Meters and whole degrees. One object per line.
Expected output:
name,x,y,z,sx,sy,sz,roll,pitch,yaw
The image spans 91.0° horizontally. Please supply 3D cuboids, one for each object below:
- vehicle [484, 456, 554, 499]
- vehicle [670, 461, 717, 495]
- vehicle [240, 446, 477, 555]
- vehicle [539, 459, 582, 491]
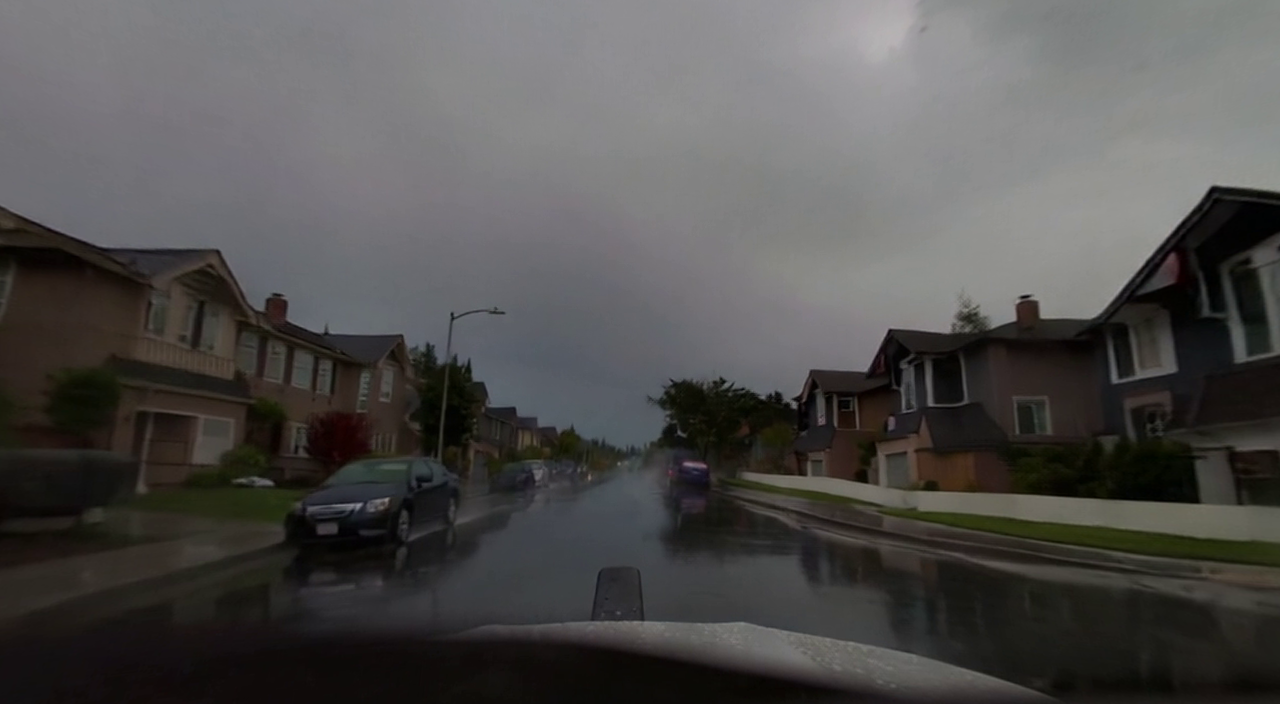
vehicle,-4.810,5.066,25.819,2.020,1.470,5.300,0,-9,-2
vehicle,2.684,6.414,32.345,1.888,1.484,4.476,0,-9,-2
vehicle,-4.563,2.482,11.212,2.080,1.471,4.638,1,-10,-1
vehicle,-4.674,7.261,37.463,2.089,1.508,4.537,2,-7,-2
